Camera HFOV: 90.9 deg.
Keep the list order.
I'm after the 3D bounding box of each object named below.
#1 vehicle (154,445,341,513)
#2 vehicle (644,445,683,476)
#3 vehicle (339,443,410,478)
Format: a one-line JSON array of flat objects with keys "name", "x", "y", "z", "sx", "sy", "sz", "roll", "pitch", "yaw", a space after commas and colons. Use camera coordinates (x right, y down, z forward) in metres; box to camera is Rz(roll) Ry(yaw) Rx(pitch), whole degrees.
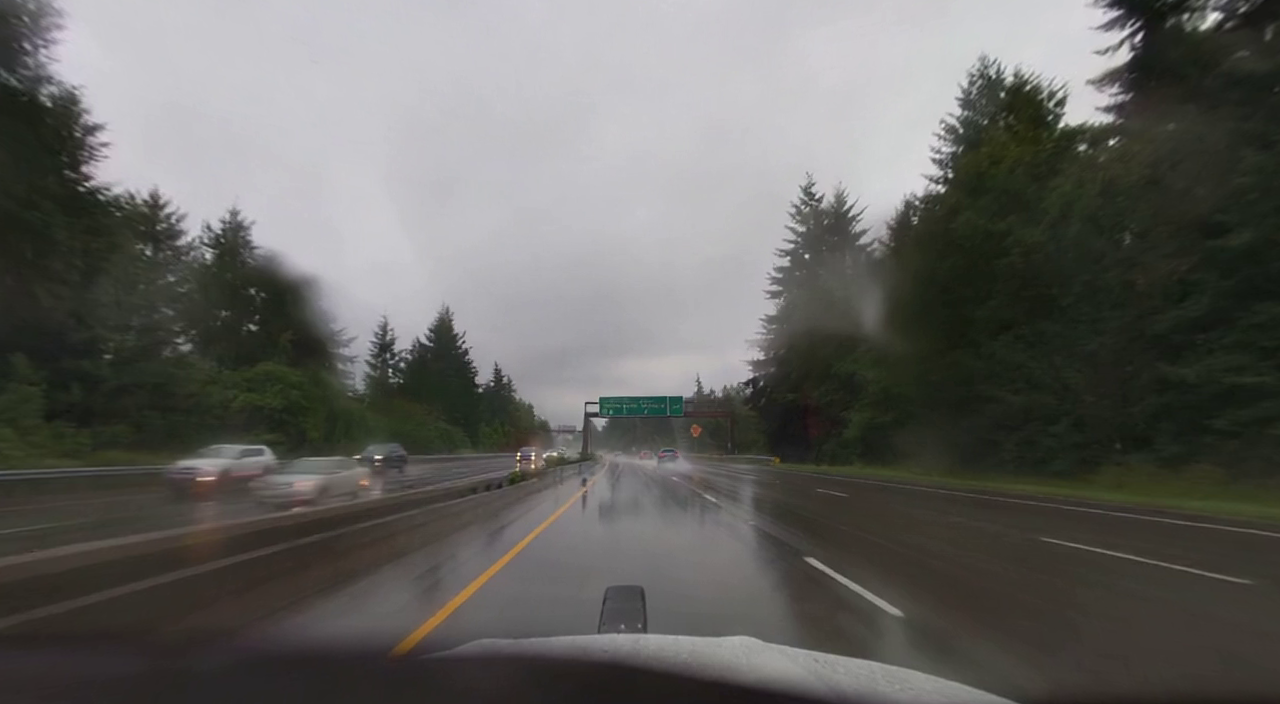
[{"name": "vehicle", "x": -10.009, "y": 3.224, "z": 16.634, "sx": 1.998, "sy": 1.518, "sz": 4.603, "roll": 0, "pitch": -9, "yaw": 0}, {"name": "vehicle", "x": 1.239, "y": 5.964, "z": 34.848, "sx": 2.011, "sy": 1.590, "sz": 3.607, "roll": 0, "pitch": -9, "yaw": 0}, {"name": "vehicle", "x": -14.293, "y": 5.847, "z": 34.194, "sx": 1.937, "sy": 1.727, "sz": 4.410, "roll": 0, "pitch": -9, "yaw": -1}]
